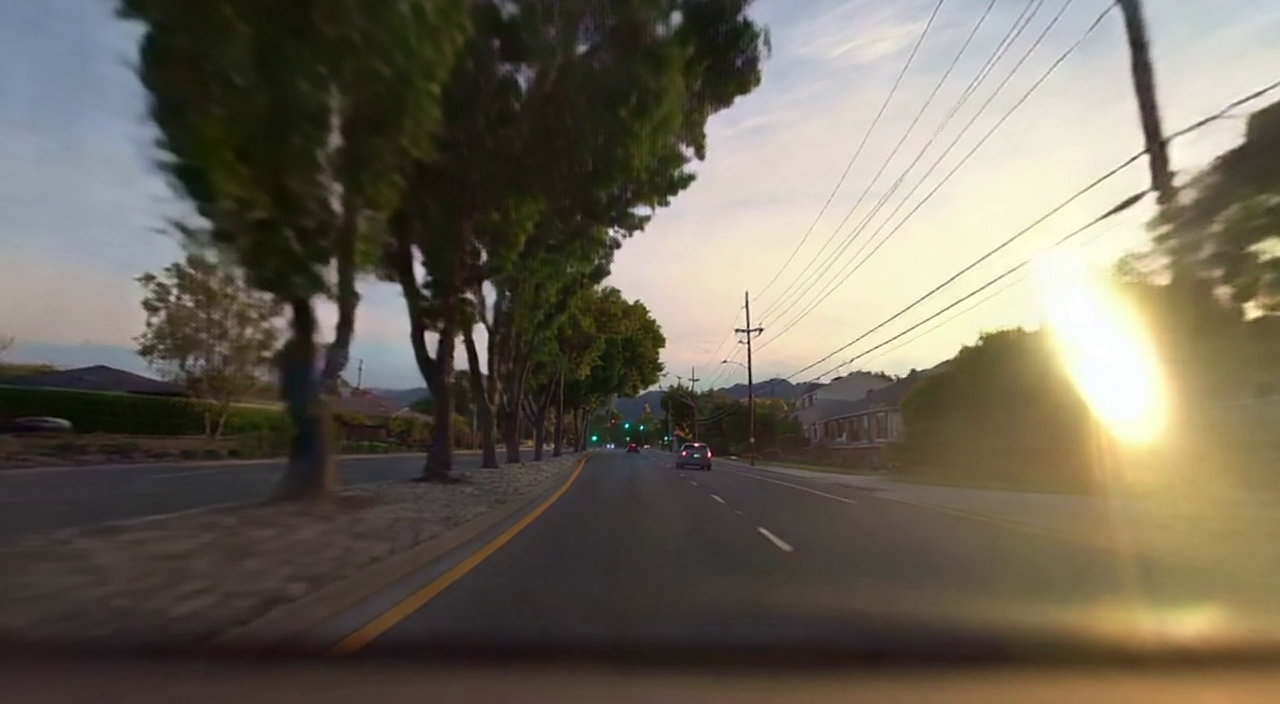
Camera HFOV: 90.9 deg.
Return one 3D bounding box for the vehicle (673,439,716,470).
[{"bbox_3d":[3.357,6.384,39.577,2.240,1.781,4.433,0,-8,-1],"label":"vehicle"}]
